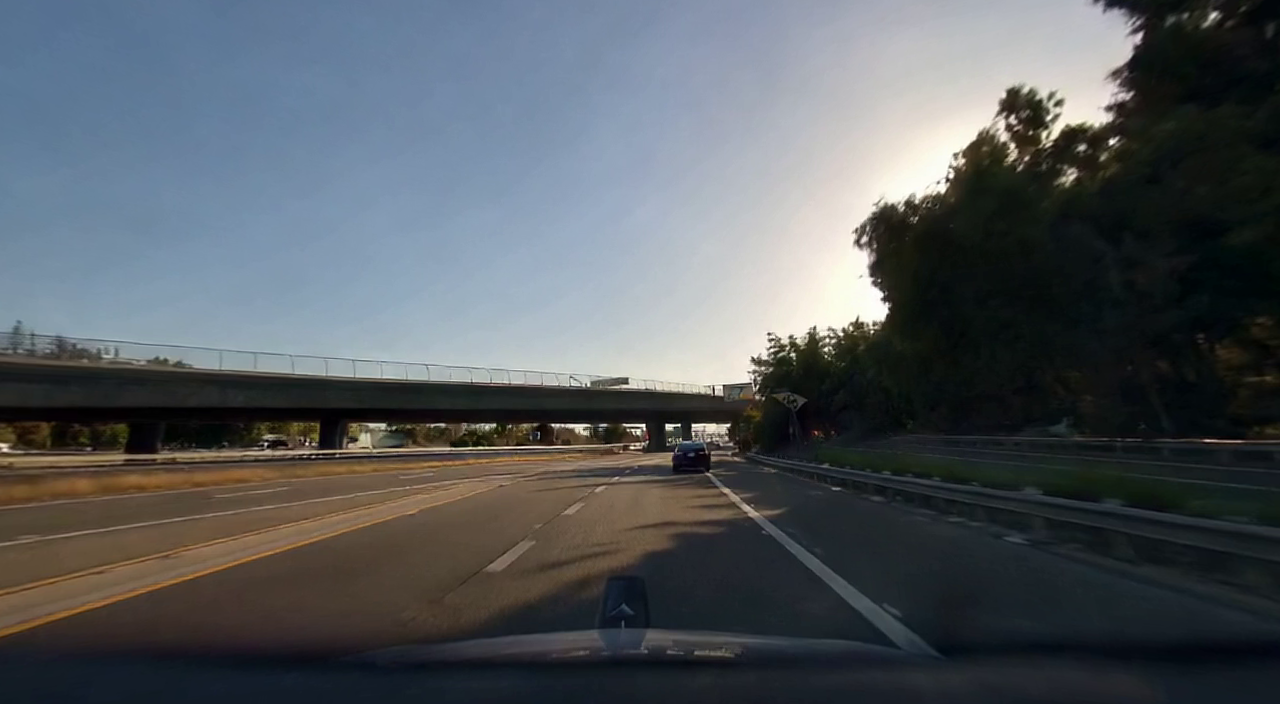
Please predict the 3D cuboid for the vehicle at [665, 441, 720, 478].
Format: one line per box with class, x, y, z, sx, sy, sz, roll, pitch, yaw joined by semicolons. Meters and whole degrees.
vehicle;2.121;4.492;26.555;2.124;1.405;4.398;0;-8;3
